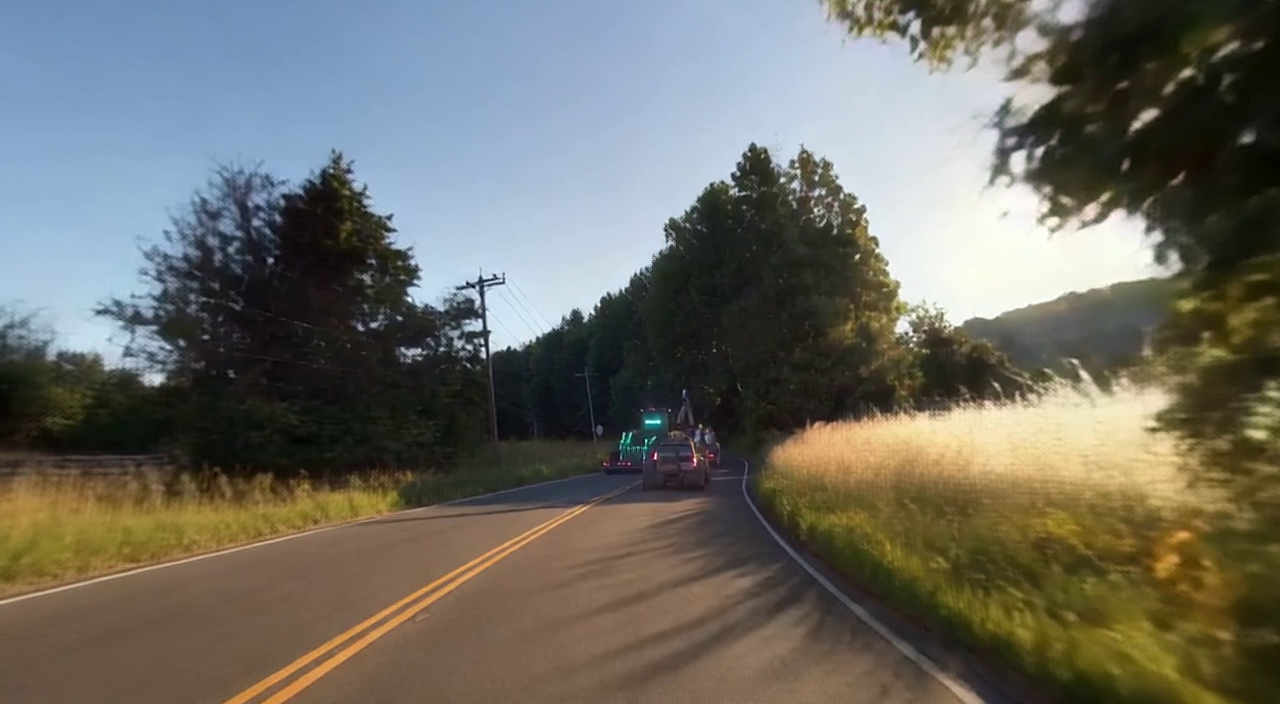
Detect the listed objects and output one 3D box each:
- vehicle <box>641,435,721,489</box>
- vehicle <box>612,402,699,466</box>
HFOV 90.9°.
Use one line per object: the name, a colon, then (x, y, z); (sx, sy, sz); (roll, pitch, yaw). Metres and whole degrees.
vehicle: (1.342, 3.348, 19.498); (2.196, 1.465, 4.294); (-1, -9, 6)
vehicle: (1.330, 6.417, 48.159); (4.788, 4.368, 6.529); (-3, -11, 19)
